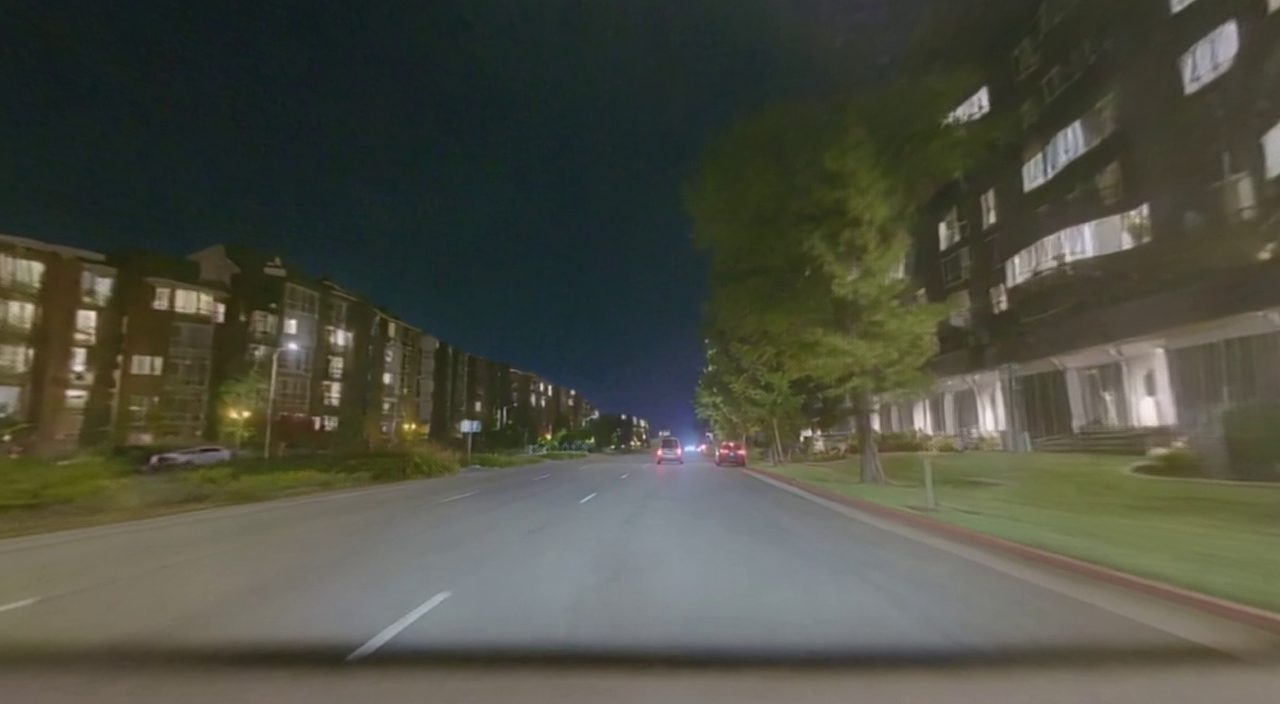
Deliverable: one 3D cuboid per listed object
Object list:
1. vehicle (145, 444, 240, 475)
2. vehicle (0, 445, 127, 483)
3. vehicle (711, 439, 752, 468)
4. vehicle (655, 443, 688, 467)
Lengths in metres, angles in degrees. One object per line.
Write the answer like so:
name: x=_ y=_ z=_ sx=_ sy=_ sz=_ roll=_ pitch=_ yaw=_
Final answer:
vehicle: x=-24.200 y=5.823 z=34.303 sx=1.841 sy=1.493 sz=4.335 roll=-2 pitch=-9 yaw=3
vehicle: x=-24.834 y=4.720 z=26.887 sx=1.814 sy=1.484 sz=4.474 roll=-1 pitch=-9 yaw=6
vehicle: x=5.642 y=6.320 z=39.493 sx=2.121 sy=1.659 sz=4.675 roll=-1 pitch=-9 yaw=3
vehicle: x=1.917 y=6.193 z=38.088 sx=1.871 sy=1.370 sz=4.206 roll=-1 pitch=-8 yaw=3
